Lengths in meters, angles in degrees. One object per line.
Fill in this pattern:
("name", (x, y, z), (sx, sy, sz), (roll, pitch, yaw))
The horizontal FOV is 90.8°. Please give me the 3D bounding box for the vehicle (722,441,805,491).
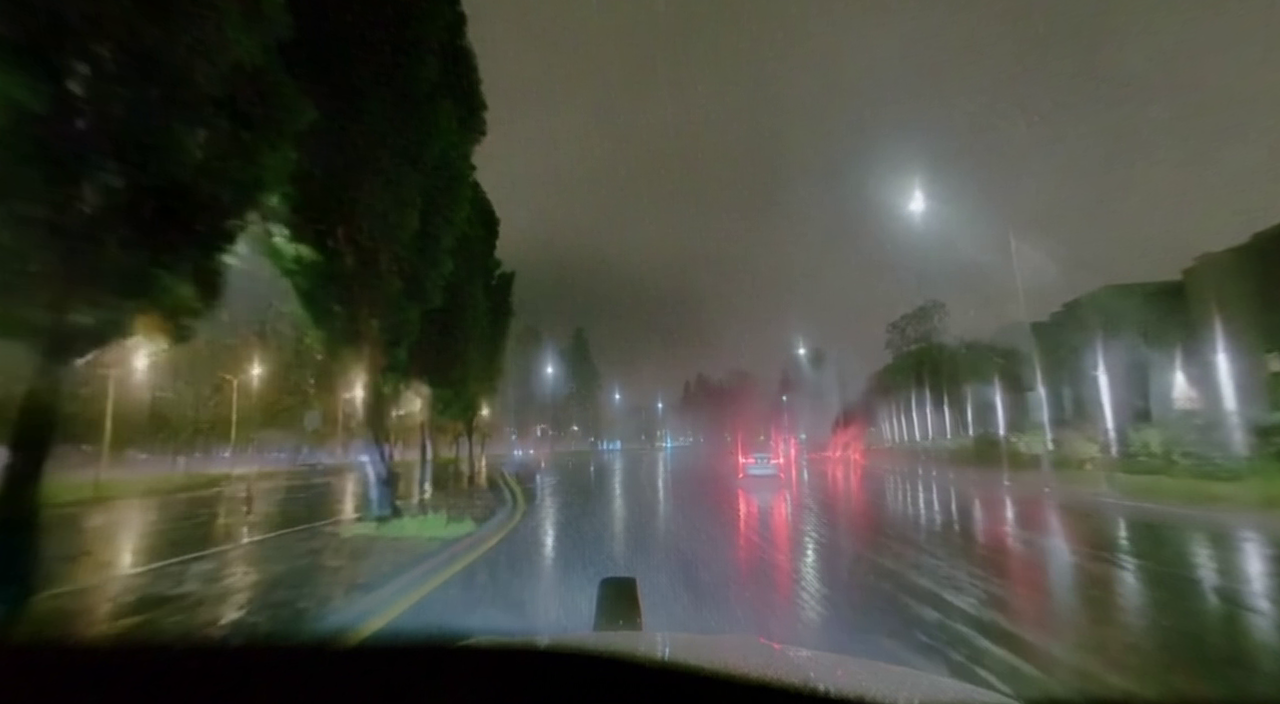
("vehicle", (4.012, 3.791, 21.316), (1.928, 1.481, 4.453), (0, -9, 0))
